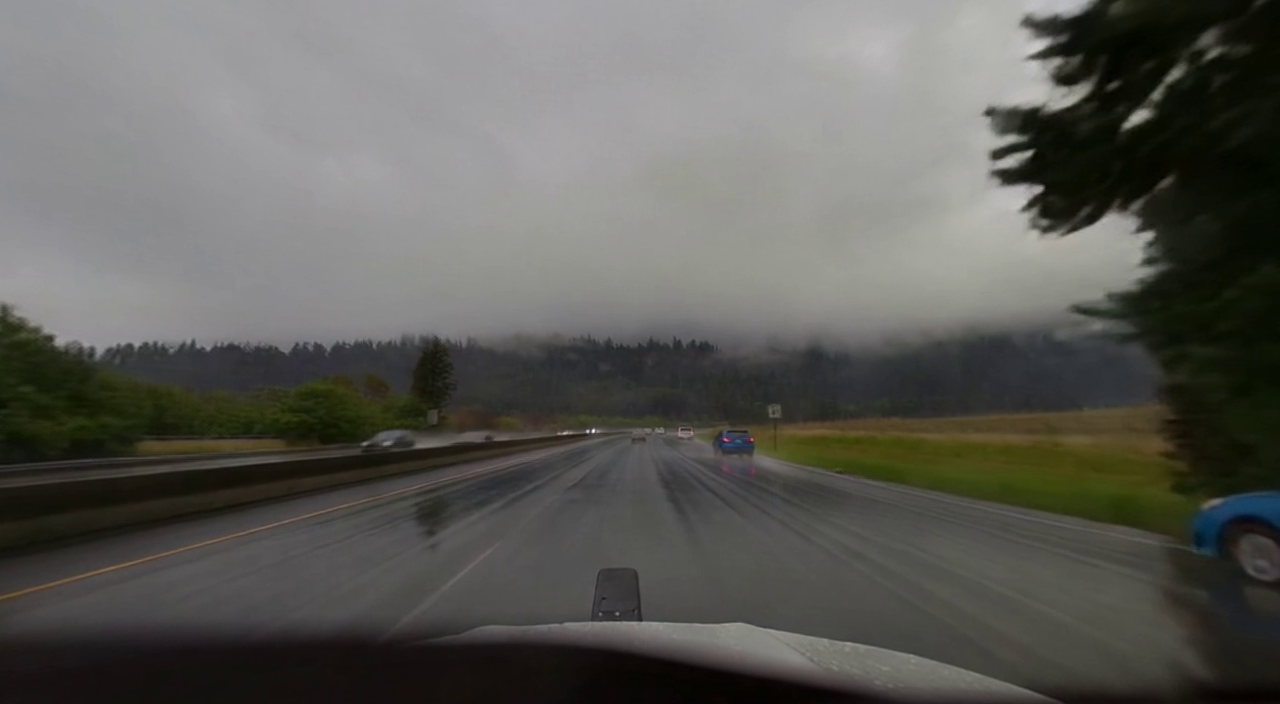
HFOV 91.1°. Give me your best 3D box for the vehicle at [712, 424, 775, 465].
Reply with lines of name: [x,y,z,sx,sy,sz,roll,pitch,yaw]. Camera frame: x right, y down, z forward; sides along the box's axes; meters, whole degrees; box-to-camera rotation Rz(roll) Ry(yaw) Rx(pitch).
vehicle: [4.057,3.697,25.232,1.765,1.510,3.762,0,-8,-2]

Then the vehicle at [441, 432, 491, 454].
vehicle: [-10.461,5.514,38.081,1.778,1.254,4.301,0,-8,1]

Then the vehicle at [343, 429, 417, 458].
vehicle: [-14.360,5.090,35.076,2.089,1.504,4.578,0,-8,1]
